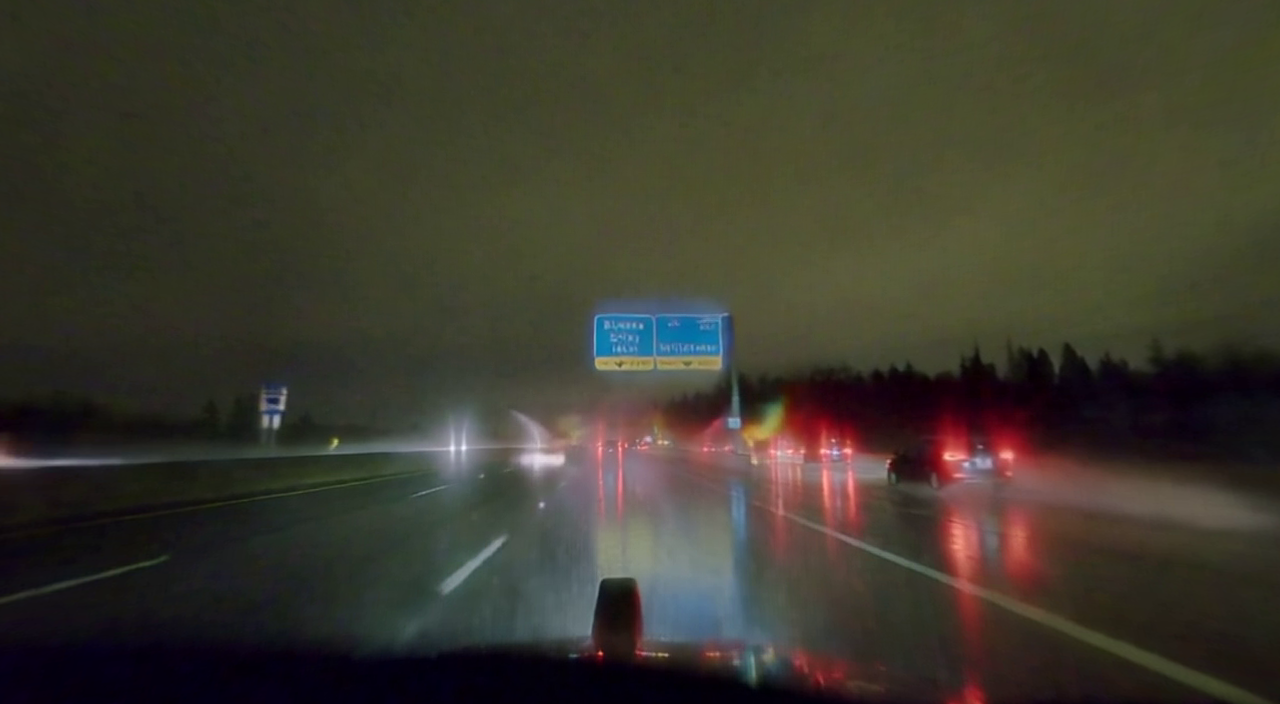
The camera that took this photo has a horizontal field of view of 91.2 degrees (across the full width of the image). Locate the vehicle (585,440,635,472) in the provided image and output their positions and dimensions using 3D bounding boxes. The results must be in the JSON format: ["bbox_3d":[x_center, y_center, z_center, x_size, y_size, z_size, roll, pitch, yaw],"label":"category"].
[{"bbox_3d":[-1.451,5.268,31.832,2.055,1.509,4.255,-1,-9,4],"label":"vehicle"}]
